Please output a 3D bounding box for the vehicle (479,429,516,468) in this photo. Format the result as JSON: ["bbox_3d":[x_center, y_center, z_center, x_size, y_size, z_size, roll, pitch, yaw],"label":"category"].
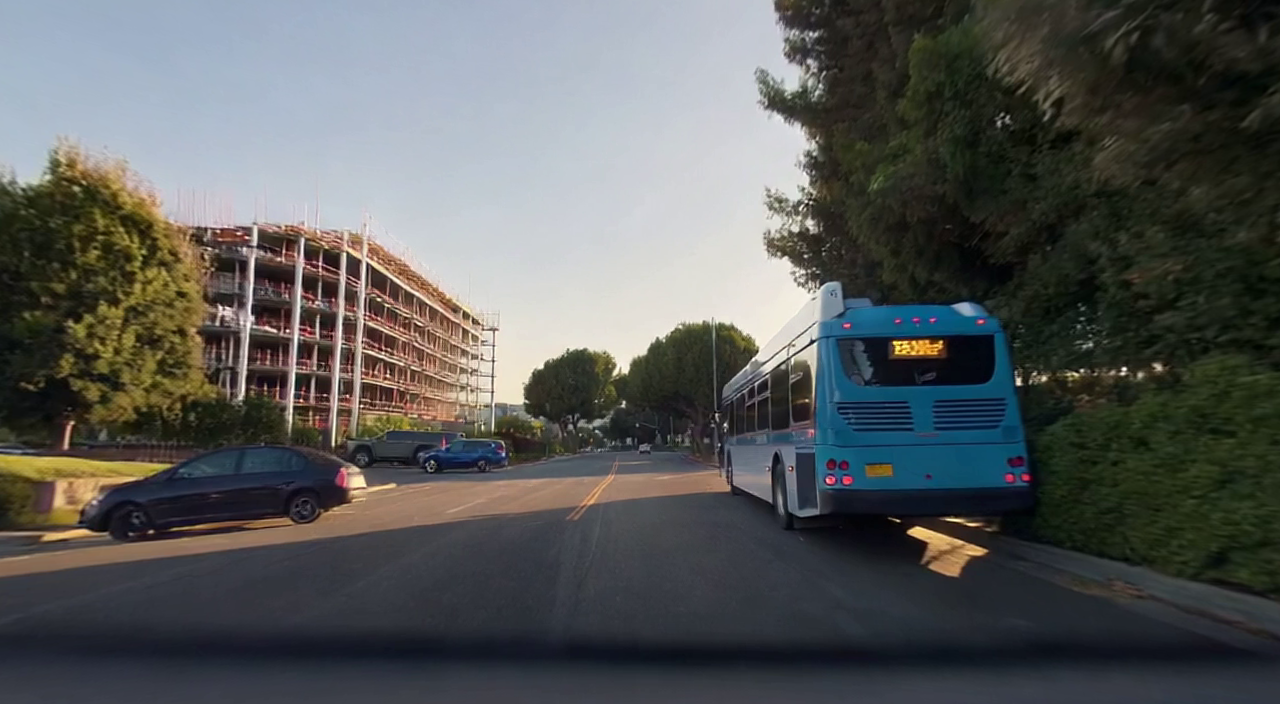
[{"bbox_3d":[-8.030,5.414,35.748,1.515,2.074,2.668,0,-7,-2],"label":"vehicle"}]

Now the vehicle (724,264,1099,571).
[{"bbox_3d":[3.800,1.606,13.325,3.040,3.424,12.508,0,-9,3],"label":"vehicle"}]

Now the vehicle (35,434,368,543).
[{"bbox_3d":[-7.894,2.452,11.994,4.689,1.683,2.065,5,-10,-30],"label":"vehicle"}]

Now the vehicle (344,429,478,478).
[{"bbox_3d":[-13.566,6.102,38.065,7.067,2.785,2.980,1,-9,-9],"label":"vehicle"}]
